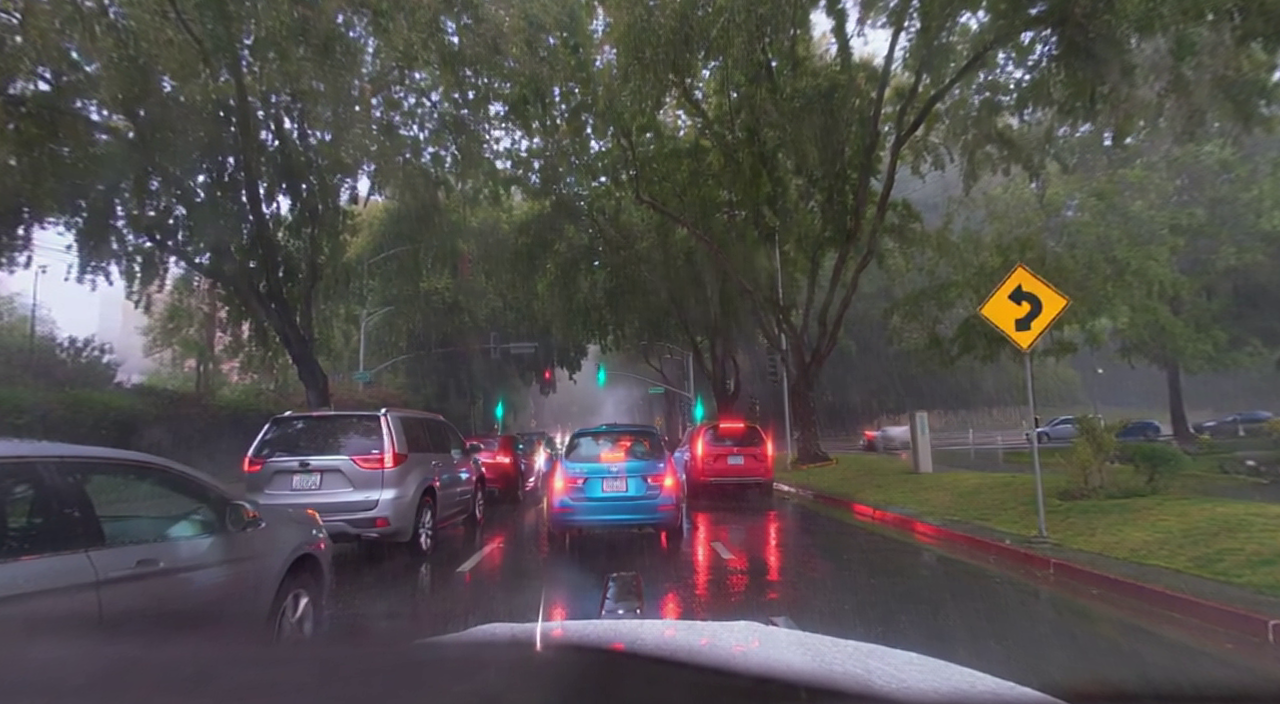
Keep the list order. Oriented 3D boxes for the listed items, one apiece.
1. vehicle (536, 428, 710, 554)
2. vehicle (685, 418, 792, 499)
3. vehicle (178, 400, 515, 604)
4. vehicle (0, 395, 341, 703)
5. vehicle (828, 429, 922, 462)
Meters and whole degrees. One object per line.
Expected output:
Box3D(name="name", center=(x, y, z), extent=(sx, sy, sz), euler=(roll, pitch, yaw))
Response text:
Box3D(name="vehicle", center=(-0.252, 1.916, 9.352), extent=(2.025, 1.453, 3.848), euler=(0, -8, -2))
Box3D(name="vehicle", center=(2.446, 2.809, 16.880), extent=(2.059, 1.864, 4.541), euler=(0, -8, -1))
Box3D(name="vehicle", center=(-2.899, 1.574, 7.446), extent=(1.964, 1.712, 4.097), euler=(0, -8, 0))
Box3D(name="vehicle", center=(-2.925, 0.839, 1.616), extent=(1.974, 1.484, 4.716), euler=(0, -8, 0))
Box3D(name="vehicle", center=(11.379, 4.558, 30.694), extent=(3.883, 1.534, 1.779), euler=(0, -8, 2))
